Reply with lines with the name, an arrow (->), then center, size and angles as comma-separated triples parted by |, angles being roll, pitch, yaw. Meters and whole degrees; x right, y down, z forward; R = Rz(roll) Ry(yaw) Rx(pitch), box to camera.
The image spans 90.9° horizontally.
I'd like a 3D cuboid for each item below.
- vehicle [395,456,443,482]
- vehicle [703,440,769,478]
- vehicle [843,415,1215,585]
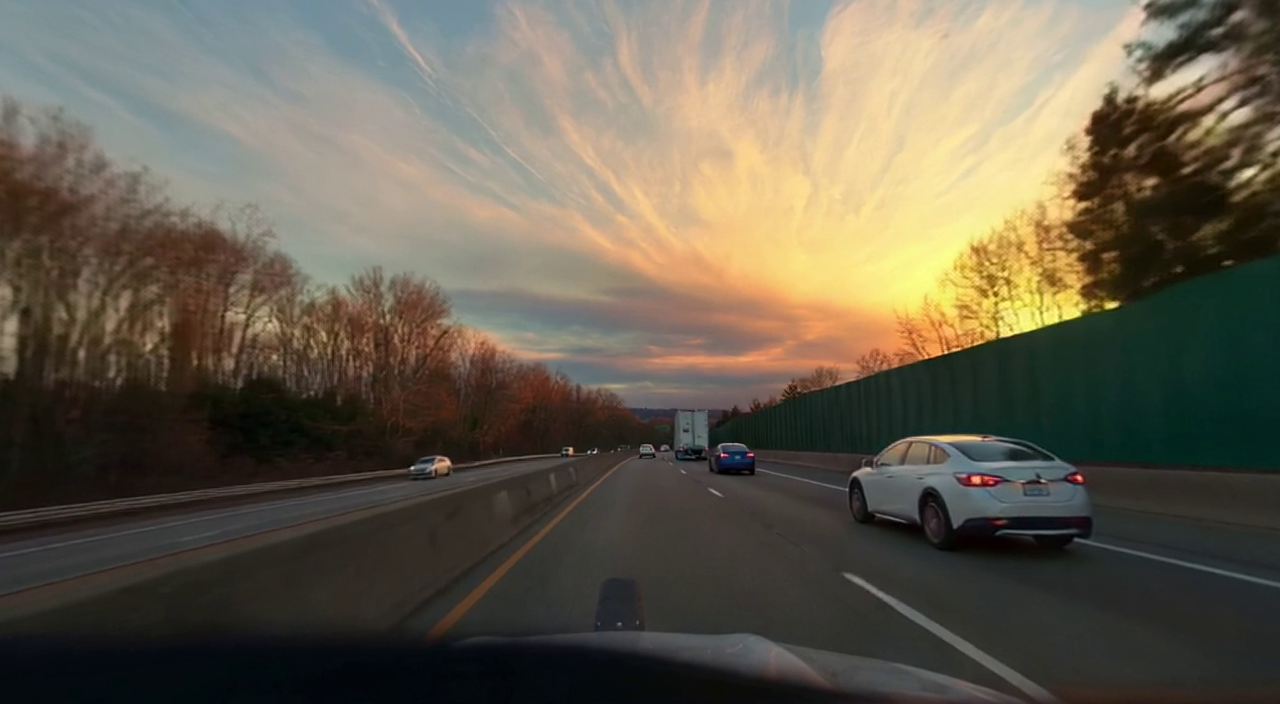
vehicle -> -13.588, 7.187, 38.932 | 1.777, 1.465, 3.889 | 1, -8, -4
vehicle -> 4.010, 4.523, 27.027 | 2.000, 1.473, 4.440 | 1, -8, -2
vehicle -> 4.234, 1.649, 7.835 | 1.940, 1.539, 4.005 | 1, -8, -2
